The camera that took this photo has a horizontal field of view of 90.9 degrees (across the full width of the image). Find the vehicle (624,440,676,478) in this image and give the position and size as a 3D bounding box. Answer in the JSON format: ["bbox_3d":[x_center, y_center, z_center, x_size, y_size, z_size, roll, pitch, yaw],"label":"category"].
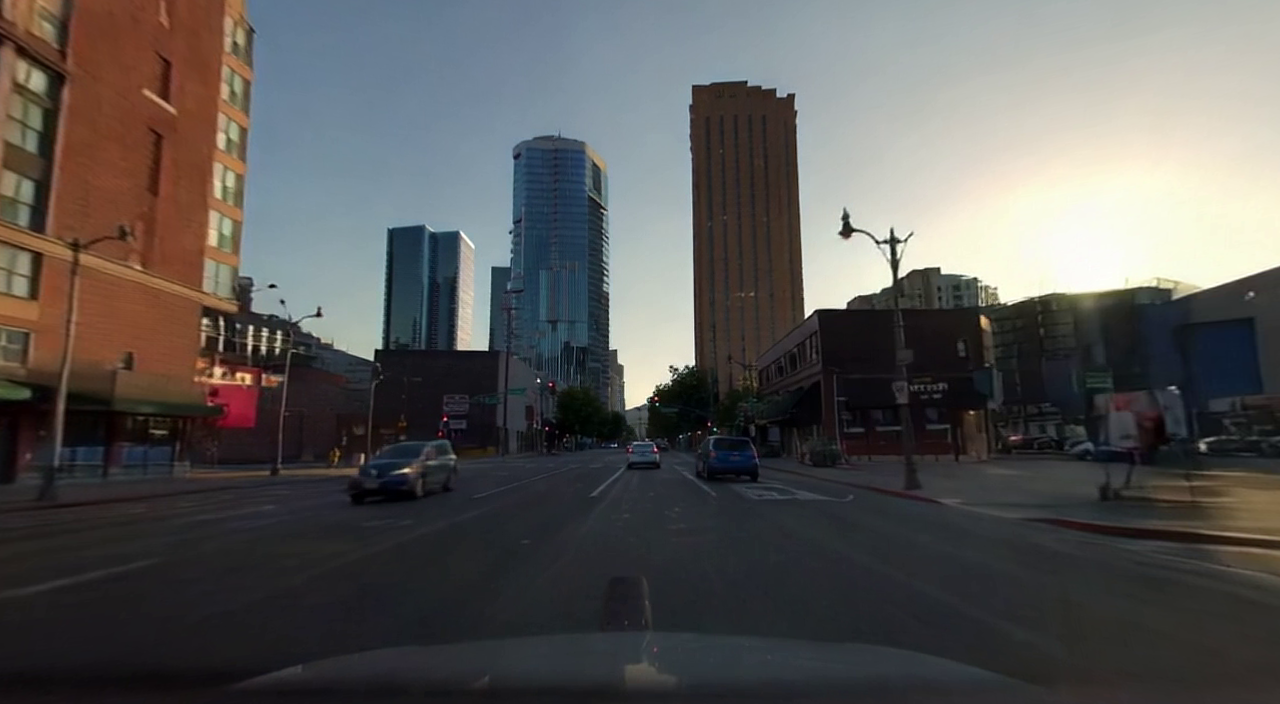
[{"bbox_3d":[0.449,4.936,29.293,2.245,1.587,4.094,0,-9,0],"label":"vehicle"}]

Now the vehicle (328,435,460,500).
[{"bbox_3d":[-7.083,3.361,18.718,2.200,1.666,4.126,0,-9,1],"label":"vehicle"}]

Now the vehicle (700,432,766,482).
[{"bbox_3d":[3.944,4.572,27.686,2.159,1.938,4.836,0,-9,0],"label":"vehicle"}]
